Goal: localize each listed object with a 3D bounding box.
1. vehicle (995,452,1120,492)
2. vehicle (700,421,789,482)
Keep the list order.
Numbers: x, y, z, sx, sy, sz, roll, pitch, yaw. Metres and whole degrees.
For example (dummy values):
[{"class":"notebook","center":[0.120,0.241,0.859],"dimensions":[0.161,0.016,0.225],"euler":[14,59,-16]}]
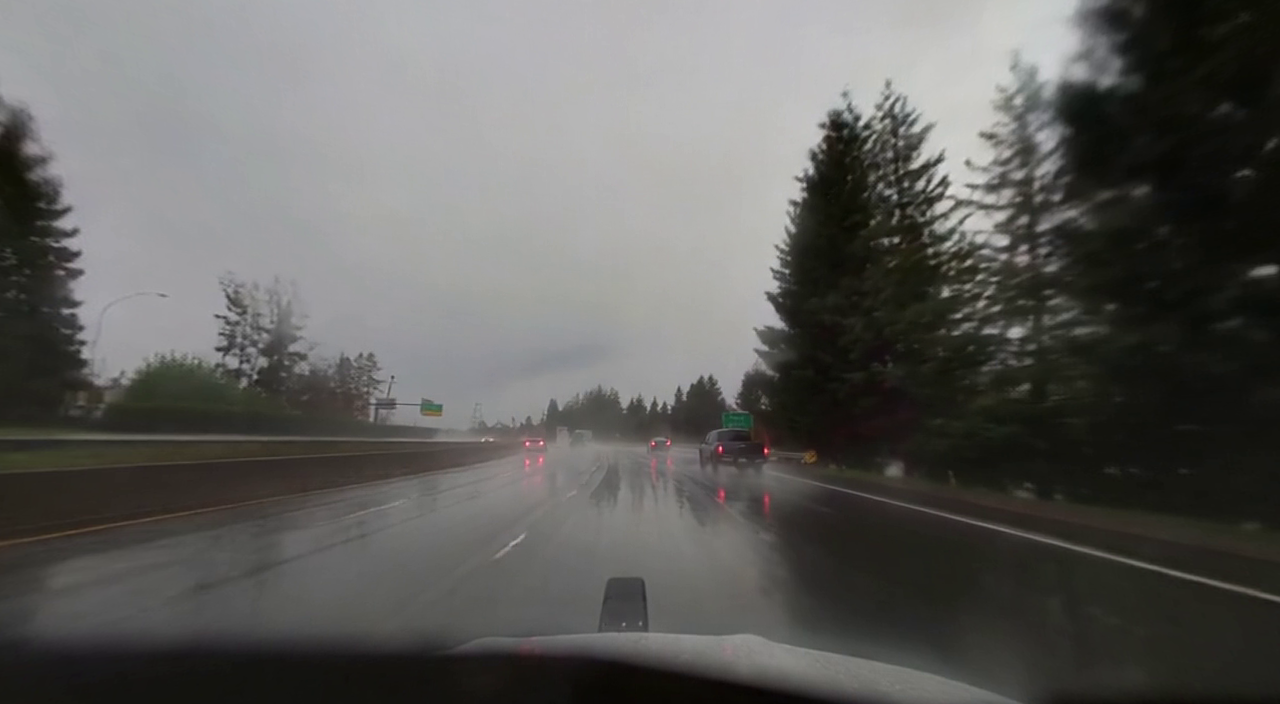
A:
[{"class":"vehicle","center":[18.736,5.369,28.642],"dimensions":[2.033,1.580,4.752],"euler":[1,-8,-7]},{"class":"vehicle","center":[3.323,3.273,20.995],"dimensions":[2.043,1.795,4.347],"euler":[0,-8,-2]}]
